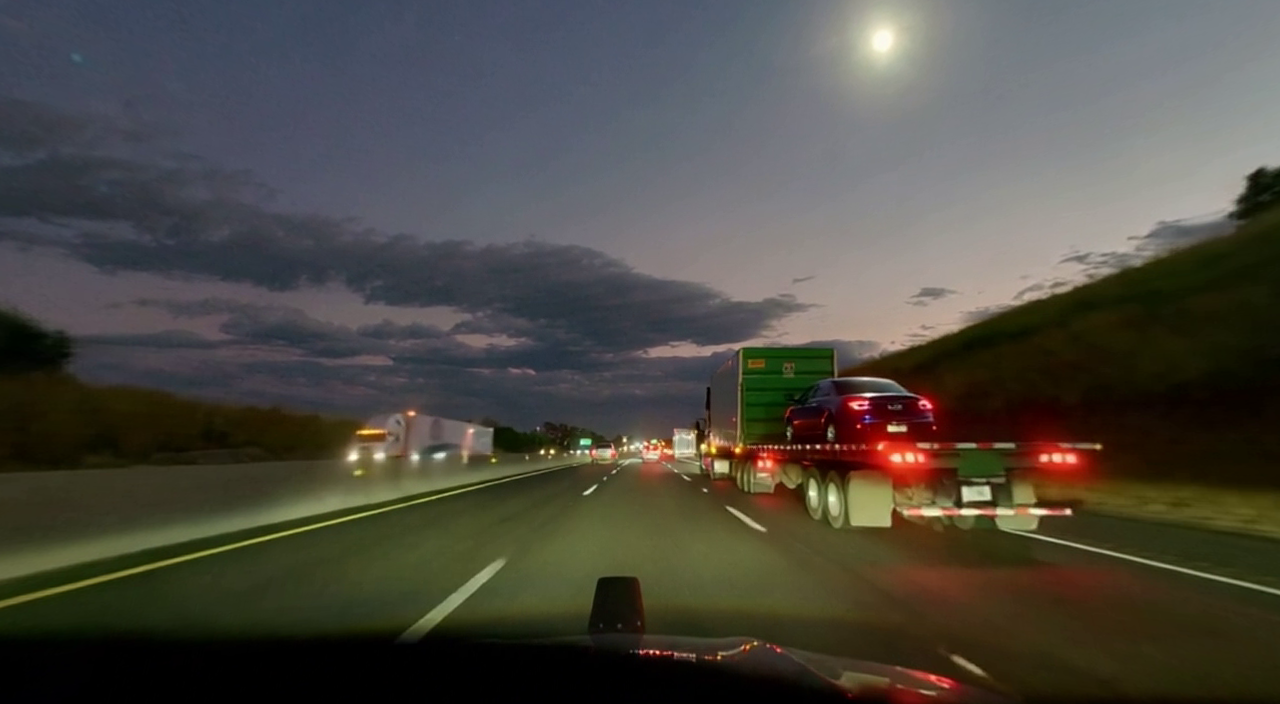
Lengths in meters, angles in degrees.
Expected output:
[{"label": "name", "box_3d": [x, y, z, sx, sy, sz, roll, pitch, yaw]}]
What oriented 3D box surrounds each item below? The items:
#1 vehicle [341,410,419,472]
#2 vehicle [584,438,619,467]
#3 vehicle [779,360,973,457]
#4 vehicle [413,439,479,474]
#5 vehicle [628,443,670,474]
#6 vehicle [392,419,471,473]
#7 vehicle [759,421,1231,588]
[{"label": "vehicle", "box_3d": [-18.248, 6.360, 44.750, 2.906, 4.042, 5.850, 0, -9, 0]}, {"label": "vehicle", "box_3d": [-2.781, 7.397, 46.432, 2.142, 2.044, 4.446, -1, -9, 2]}, {"label": "vehicle", "box_3d": [4.203, 1.218, 12.097, 1.968, 1.547, 4.215, 0, -9, -2]}, {"label": "vehicle", "box_3d": [-10.451, 5.691, 34.365, 2.030, 1.776, 4.514, 0, -9, 2]}, {"label": "vehicle", "box_3d": [0.477, 5.604, 33.319, 2.086, 1.497, 3.681, 0, -9, 1]}, {"label": "vehicle", "box_3d": [-13.845, 6.376, 42.535, 2.877, 3.333, 6.800, 0, -9, 0]}, {"label": "vehicle", "box_3d": [4.302, 2.221, 10.848, 2.654, 1.574, 9.537, 0, -9, 0]}]
